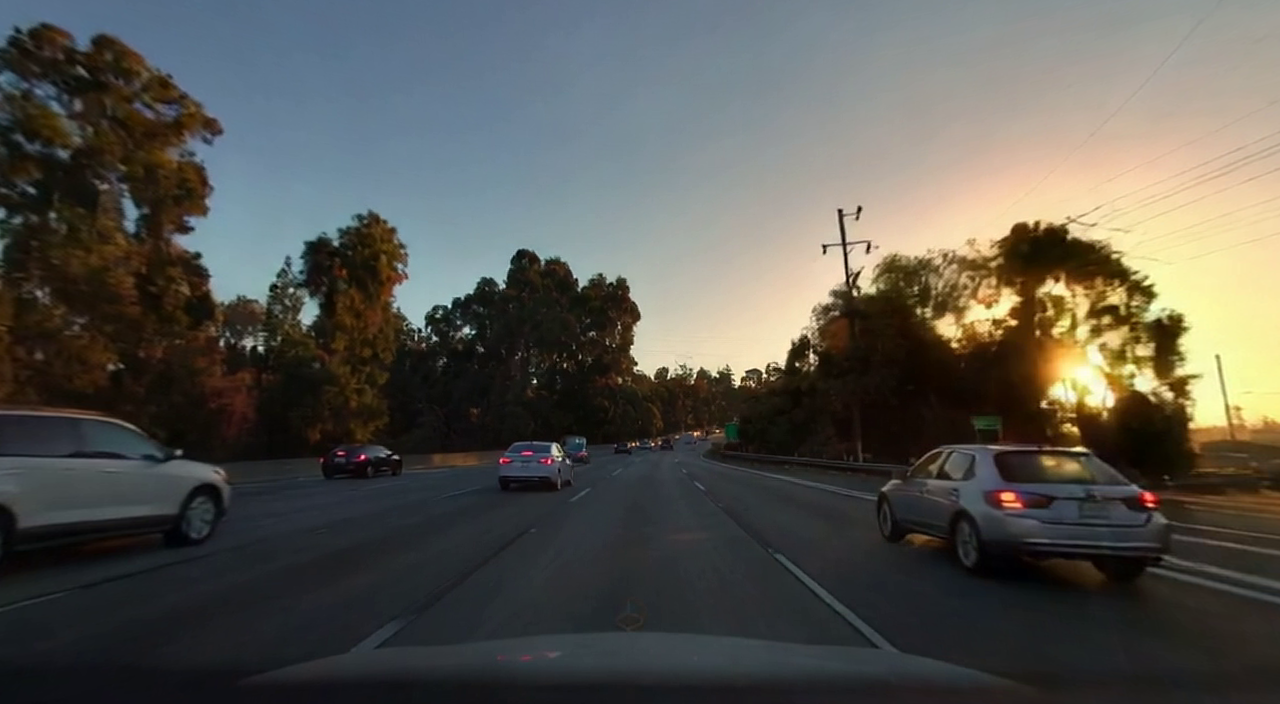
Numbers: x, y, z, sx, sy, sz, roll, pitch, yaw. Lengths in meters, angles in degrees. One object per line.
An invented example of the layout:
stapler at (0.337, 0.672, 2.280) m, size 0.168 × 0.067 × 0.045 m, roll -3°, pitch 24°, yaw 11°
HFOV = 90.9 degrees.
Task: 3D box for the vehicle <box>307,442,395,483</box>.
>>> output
vehicle at (-10.924, 4.183, 24.126) m, size 1.594 × 1.442 × 3.569 m, roll 0°, pitch -8°, yaw 2°

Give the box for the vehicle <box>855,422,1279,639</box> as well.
vehicle at (4.138, 1.577, 6.746) m, size 2.022 × 1.472 × 4.678 m, roll 0°, pitch -8°, yaw 0°

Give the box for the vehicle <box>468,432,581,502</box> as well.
vehicle at (-3.010, 3.116, 17.544) m, size 2.133 × 1.668 × 4.505 m, roll 0°, pitch -8°, yaw 2°

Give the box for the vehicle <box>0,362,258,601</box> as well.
vehicle at (-6.884, 1.232, 6.179) m, size 2.658 × 2.048 × 5.689 m, roll 0°, pitch -8°, yaw 1°
